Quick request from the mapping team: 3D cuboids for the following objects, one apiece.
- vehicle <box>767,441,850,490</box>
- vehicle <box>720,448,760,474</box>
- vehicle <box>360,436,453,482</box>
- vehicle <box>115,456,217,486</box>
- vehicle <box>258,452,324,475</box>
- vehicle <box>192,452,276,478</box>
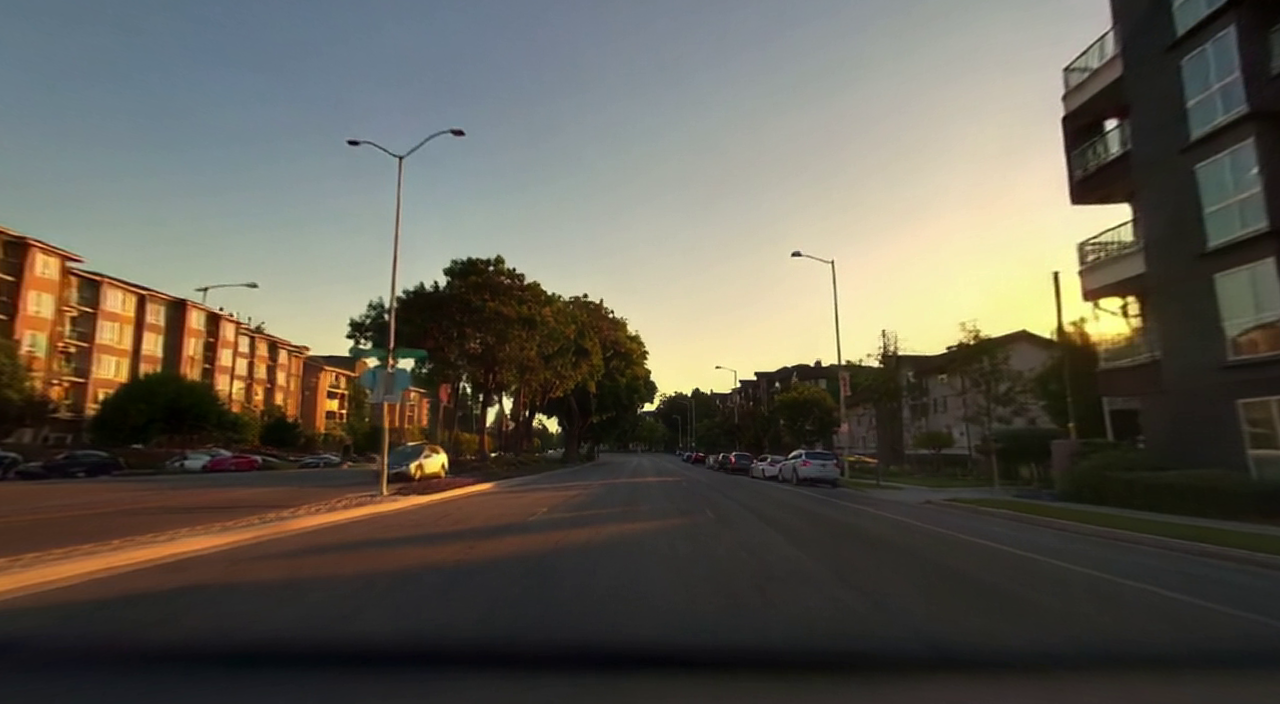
[{"bbox_3d":[7.100,4.831,27.156,2.241,1.877,4.810,0,-9,0],"label":"vehicle"},{"bbox_3d":[6.848,7.485,43.575,2.078,1.699,4.292,0,-9,0],"label":"vehicle"},{"bbox_3d":[-11.796,5.451,32.448,2.445,2.105,5.995,0,-9,0],"label":"vehicle"},{"bbox_3d":[-25.728,6.448,34.414,1.931,1.427,4.578,0,-9,1],"label":"vehicle"},{"bbox_3d":[-25.225,8.054,45.702,1.909,1.579,4.744,0,-9,2],"label":"vehicle"},{"bbox_3d":[-25.556,7.090,39.852,1.939,1.514,4.793,0,-9,3],"label":"vehicle"}]
